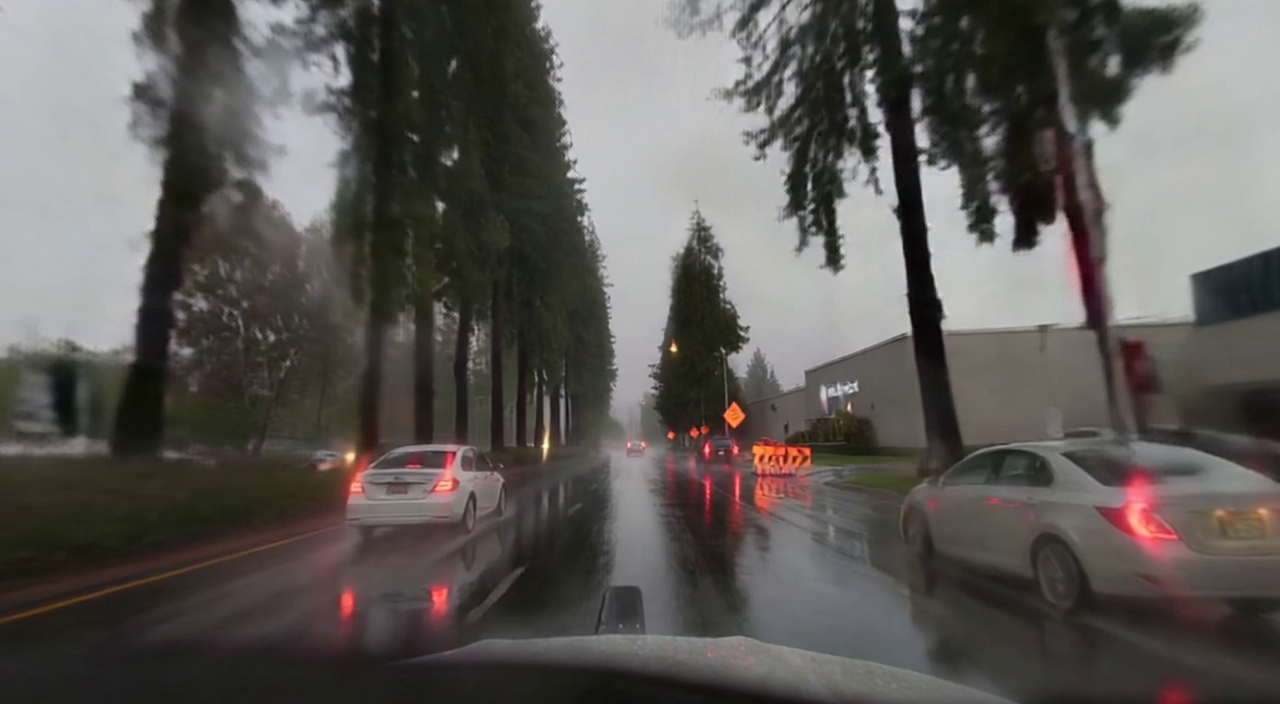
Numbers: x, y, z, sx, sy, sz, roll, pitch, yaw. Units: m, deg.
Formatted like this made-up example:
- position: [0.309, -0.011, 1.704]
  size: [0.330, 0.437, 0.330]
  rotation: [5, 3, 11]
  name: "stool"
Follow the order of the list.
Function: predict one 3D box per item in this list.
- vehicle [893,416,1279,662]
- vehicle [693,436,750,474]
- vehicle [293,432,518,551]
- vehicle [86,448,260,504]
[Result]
- position: [4.066, 1.426, 5.823]
  size: [1.827, 1.491, 3.743]
  rotation: [0, -9, -1]
  name: "vehicle"
- position: [4.069, 5.238, 32.332]
  size: [2.159, 1.793, 4.735]
  rotation: [0, -9, -2]
  name: "vehicle"
- position: [-3.348, 2.066, 10.059]
  size: [2.020, 1.474, 4.098]
  rotation: [0, -9, 0]
  name: "vehicle"
- position: [-14.103, 3.732, 19.521]
  size: [1.883, 1.504, 4.536]
  rotation: [0, -9, 1]
  name: "vehicle"
